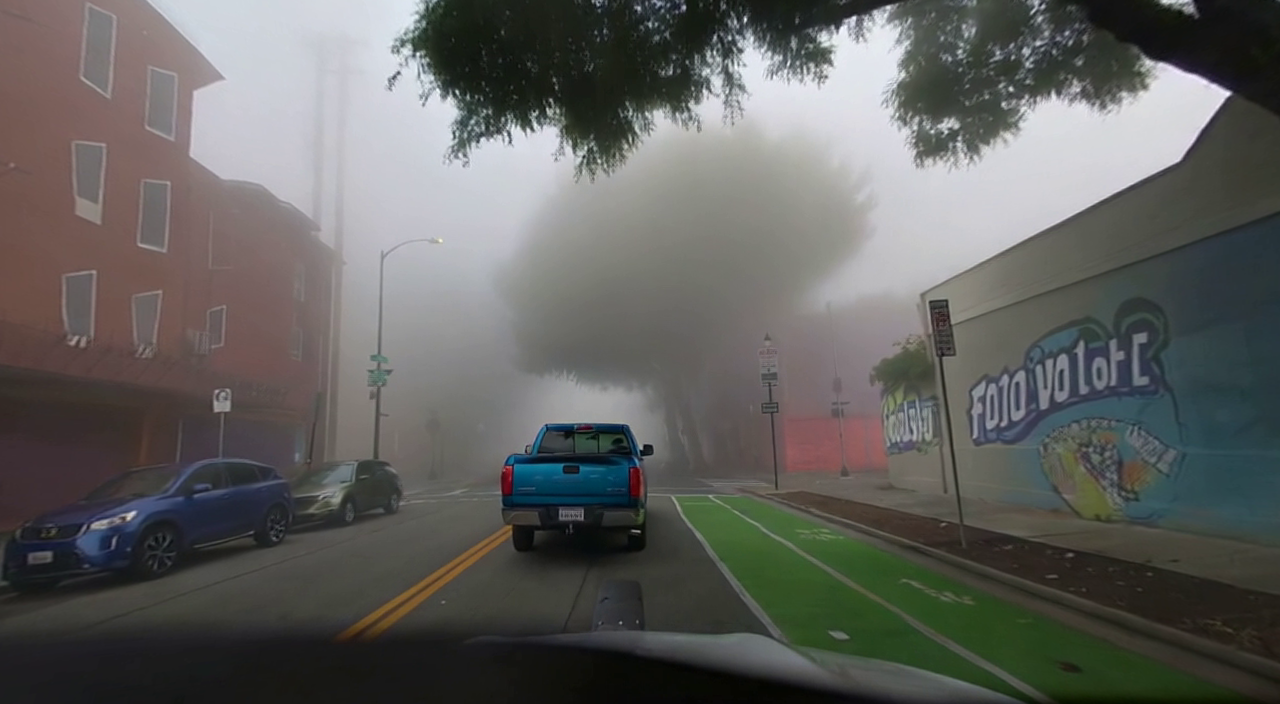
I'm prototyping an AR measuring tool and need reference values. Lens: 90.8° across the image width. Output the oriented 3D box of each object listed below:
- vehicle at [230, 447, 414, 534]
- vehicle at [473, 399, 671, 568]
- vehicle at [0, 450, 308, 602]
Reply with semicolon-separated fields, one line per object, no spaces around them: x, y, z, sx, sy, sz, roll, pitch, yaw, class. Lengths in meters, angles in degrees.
-7.395;3.211;15.450;1.884;1.730;5.076;0;-8;0;vehicle
-0.749;1.823;9.480;2.215;1.882;4.611;0;-8;0;vehicle
-7.203;2.422;9.781;1.882;1.686;4.489;-2;-8;-3;vehicle
